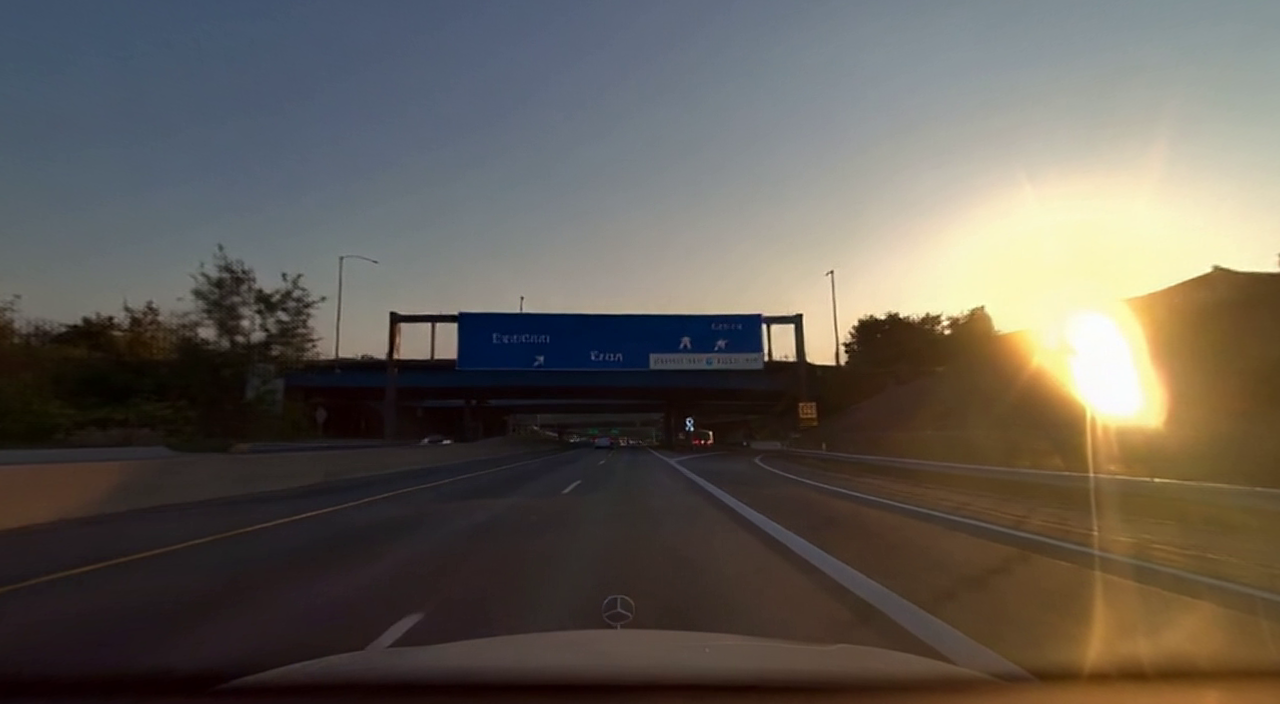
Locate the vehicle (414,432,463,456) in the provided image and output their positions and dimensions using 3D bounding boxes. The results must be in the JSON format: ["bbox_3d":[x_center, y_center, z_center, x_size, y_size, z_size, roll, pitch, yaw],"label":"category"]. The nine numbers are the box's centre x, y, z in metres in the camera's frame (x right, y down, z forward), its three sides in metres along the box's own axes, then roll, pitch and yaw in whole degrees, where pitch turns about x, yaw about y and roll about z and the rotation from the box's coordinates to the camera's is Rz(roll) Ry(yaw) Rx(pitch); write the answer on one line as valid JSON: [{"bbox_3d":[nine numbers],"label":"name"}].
[{"bbox_3d":[-13.067,5.983,40.976,1.851,1.500,4.375,0,-8,-1],"label":"vehicle"}]
